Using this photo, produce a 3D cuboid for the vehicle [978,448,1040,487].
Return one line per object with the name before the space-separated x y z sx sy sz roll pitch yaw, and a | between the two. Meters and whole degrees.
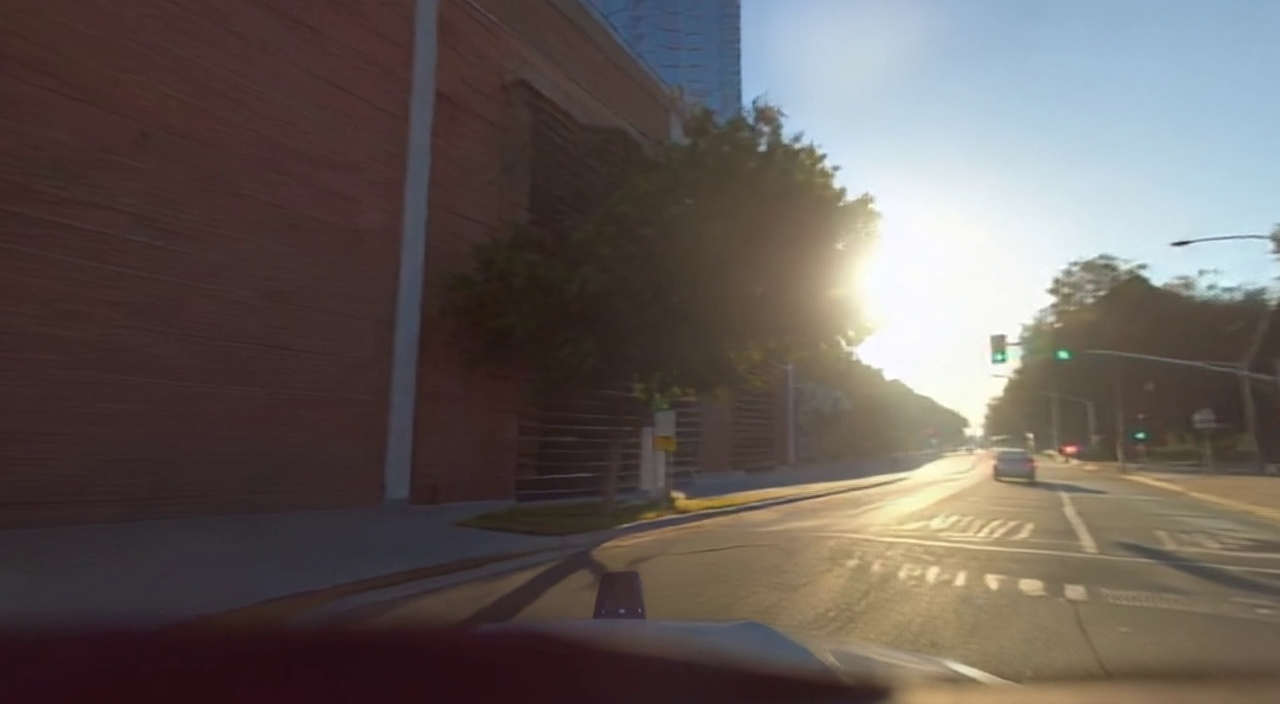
vehicle | 17.757 5.447 30.285 2.218 1.657 4.551 -5 -10 33
